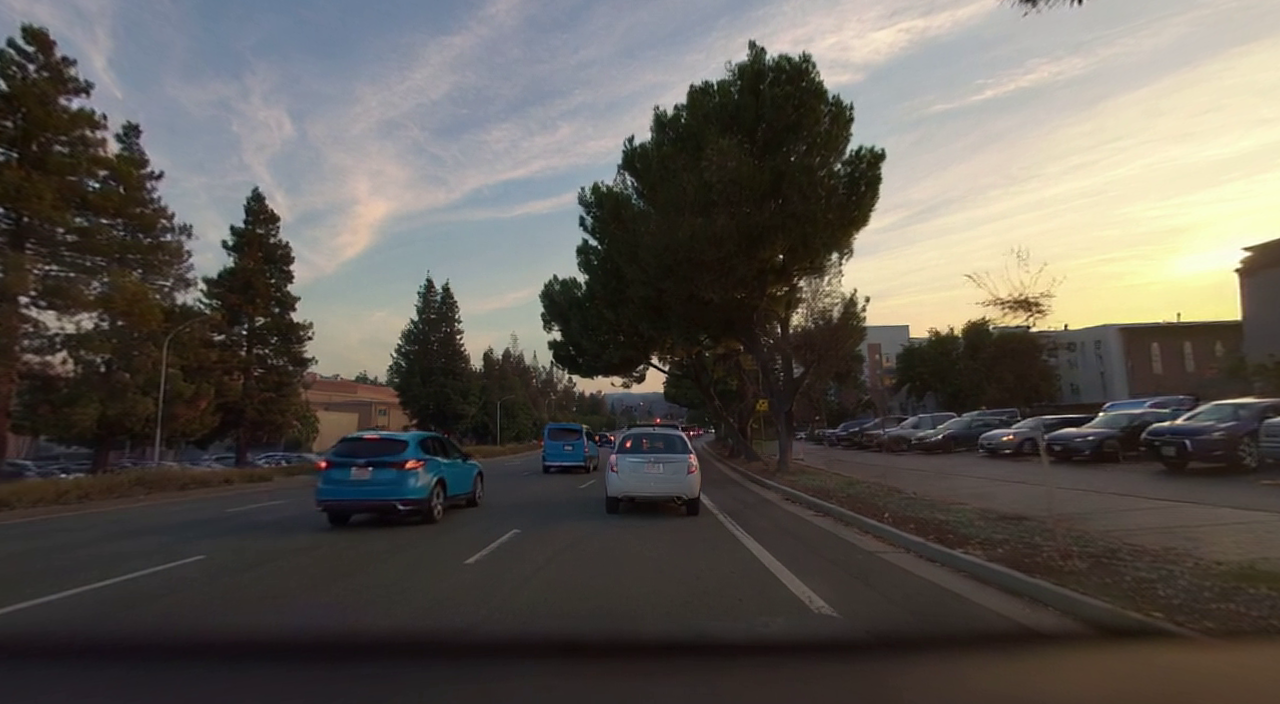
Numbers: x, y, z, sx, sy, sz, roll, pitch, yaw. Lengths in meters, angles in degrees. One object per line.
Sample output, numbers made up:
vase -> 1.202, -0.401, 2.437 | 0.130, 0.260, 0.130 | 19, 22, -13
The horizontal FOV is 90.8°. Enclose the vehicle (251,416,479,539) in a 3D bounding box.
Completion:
vehicle -> -4.484, 2.119, 11.341 | 2.116, 1.714, 4.757 | 0, -9, -3

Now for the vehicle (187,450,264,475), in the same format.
vehicle -> -32.641, 8.664, 49.935 | 1.977, 1.788, 4.978 | -2, -9, 13

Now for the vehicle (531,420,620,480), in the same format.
vehicle -> -2.352, 3.837, 24.944 | 2.486, 2.074, 5.456 | -1, -9, 5

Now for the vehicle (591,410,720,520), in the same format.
vehicle -> 0.316, 2.223, 12.825 | 2.173, 1.830, 4.189 | 0, -9, 2
